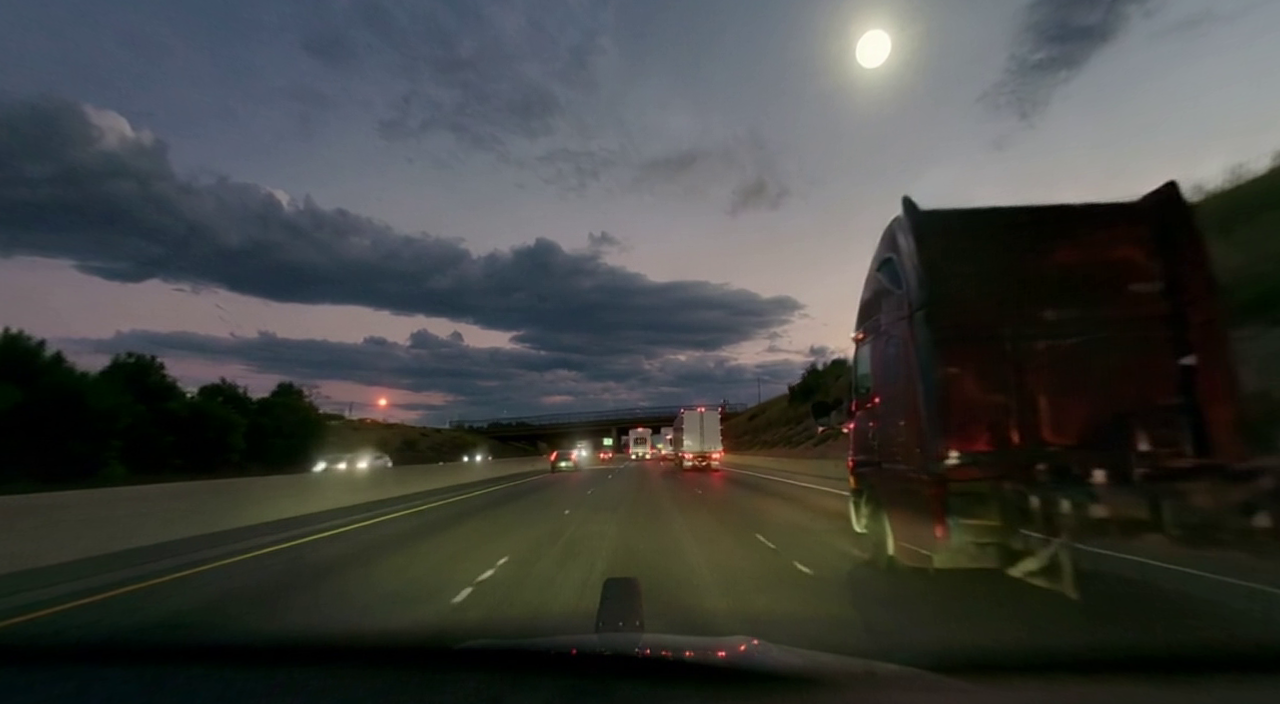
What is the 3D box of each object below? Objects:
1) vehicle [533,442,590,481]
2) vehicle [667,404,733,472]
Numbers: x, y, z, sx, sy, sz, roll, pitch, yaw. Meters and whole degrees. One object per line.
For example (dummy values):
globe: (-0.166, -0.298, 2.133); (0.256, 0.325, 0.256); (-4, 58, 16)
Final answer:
vehicle: (-3.482, 4.938, 28.724); (2.007, 1.647, 3.854); (0, -9, 1)
vehicle: (3.934, 6.434, 46.118); (3.131, 4.037, 16.729); (0, -9, 0)
